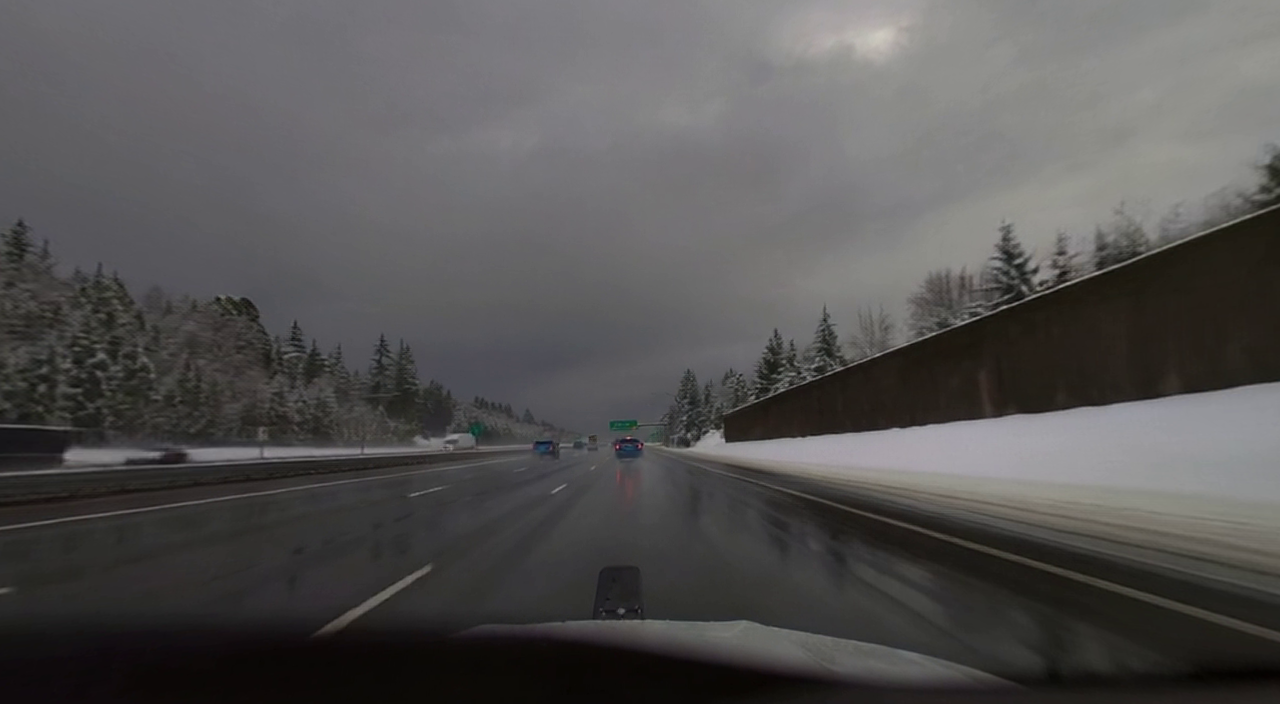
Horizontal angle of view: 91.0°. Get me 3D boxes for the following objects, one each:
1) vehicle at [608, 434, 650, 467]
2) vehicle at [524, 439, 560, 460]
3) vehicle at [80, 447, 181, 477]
[{"bbox_3d":[-0.547,5.389,34.577,2.141,1.706,4.065,0,-8,0],"label":"vehicle"},{"bbox_3d":[-7.515,7.572,48.834,2.019,1.523,4.396,0,-8,1],"label":"vehicle"},{"bbox_3d":[-29.103,6.263,36.205,1.875,1.536,4.652,0,-8,0],"label":"vehicle"}]
